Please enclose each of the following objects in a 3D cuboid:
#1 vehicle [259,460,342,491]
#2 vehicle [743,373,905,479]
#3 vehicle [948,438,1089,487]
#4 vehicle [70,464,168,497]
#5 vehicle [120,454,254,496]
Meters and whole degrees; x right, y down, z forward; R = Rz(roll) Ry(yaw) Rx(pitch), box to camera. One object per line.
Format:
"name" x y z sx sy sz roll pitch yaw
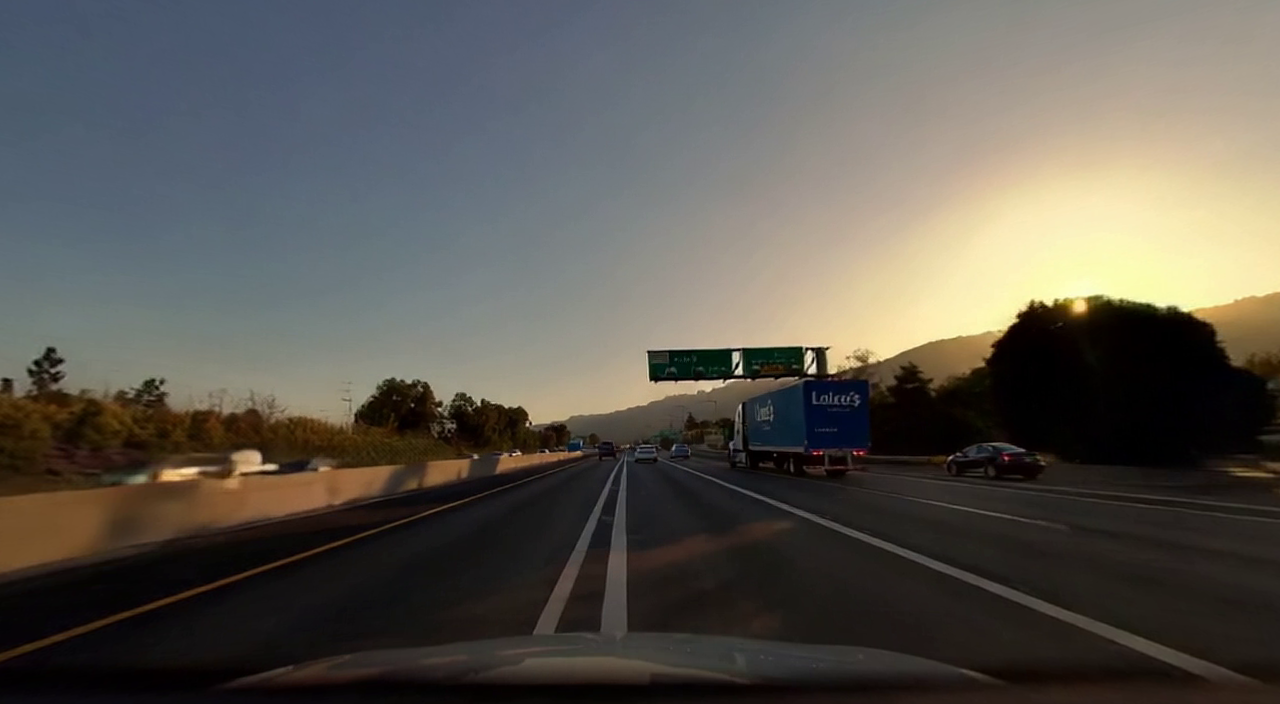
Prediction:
"vehicle" -18.234 6.623 34.219 1.996 1.446 4.592 0 -9 -1
"vehicle" 8.486 4.089 32.818 2.892 4.128 16.495 0 -9 -2
"vehicle" 12.490 3.651 21.238 1.862 1.462 4.459 0 -9 -2
"vehicle" -33.355 8.204 40.676 2.005 1.824 4.923 -1 -9 2
"vehicle" -22.496 6.082 31.838 2.343 1.836 6.191 0 -9 -2
